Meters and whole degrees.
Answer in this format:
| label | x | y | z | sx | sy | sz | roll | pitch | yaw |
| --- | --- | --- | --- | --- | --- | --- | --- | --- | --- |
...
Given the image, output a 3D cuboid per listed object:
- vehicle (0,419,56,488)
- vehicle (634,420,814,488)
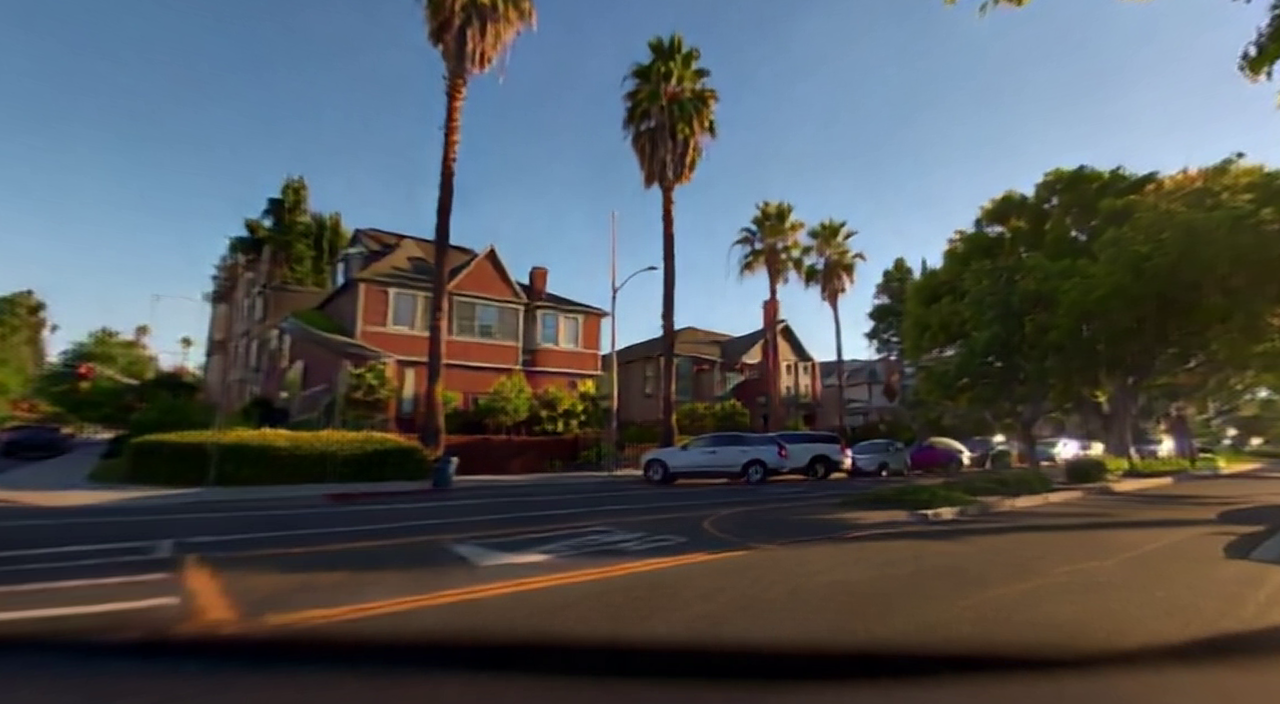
| label | x | y | z | sx | sy | sz | roll | pitch | yaw |
| --- | --- | --- | --- | --- | --- | --- | --- | --- | --- |
| vehicle | -20.725 | 3.281 | 20.510 | 2.154 | 2.035 | 4.261 | 7 | -11 | -38 |
| vehicle | 2.401 | 2.995 | 18.722 | 4.866 | 1.752 | 1.998 | -6 | -11 | 34 |
